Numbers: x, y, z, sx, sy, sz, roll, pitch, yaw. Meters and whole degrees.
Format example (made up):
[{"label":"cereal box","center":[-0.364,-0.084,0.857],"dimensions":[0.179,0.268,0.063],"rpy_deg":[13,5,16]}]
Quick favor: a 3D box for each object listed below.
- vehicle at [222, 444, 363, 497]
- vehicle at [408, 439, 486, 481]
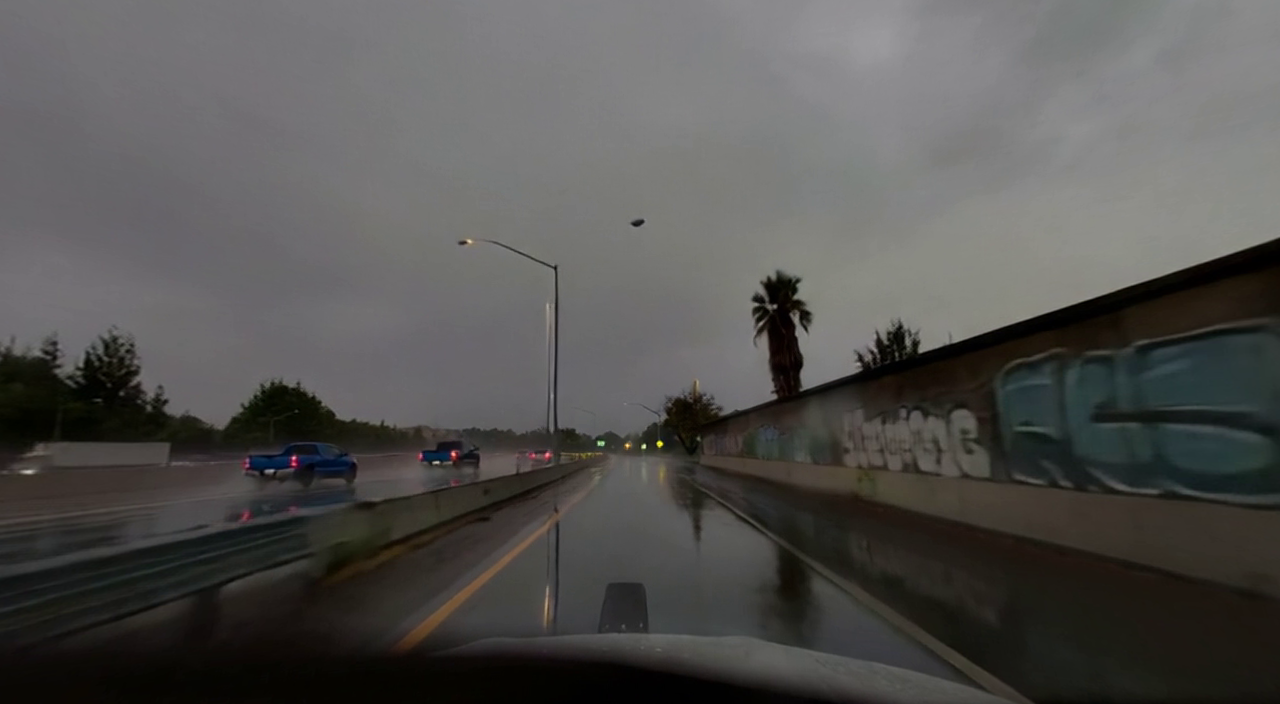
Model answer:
[{"label":"vehicle","center":[-13.846,4.702,25.725],"dimensions":[2.272,1.882,5.941],"rpy_deg":[0,-9,1]},{"label":"vehicle","center":[-10.057,5.682,33.471],"dimensions":[2.342,1.999,5.594],"rpy_deg":[0,-9,0]}]
